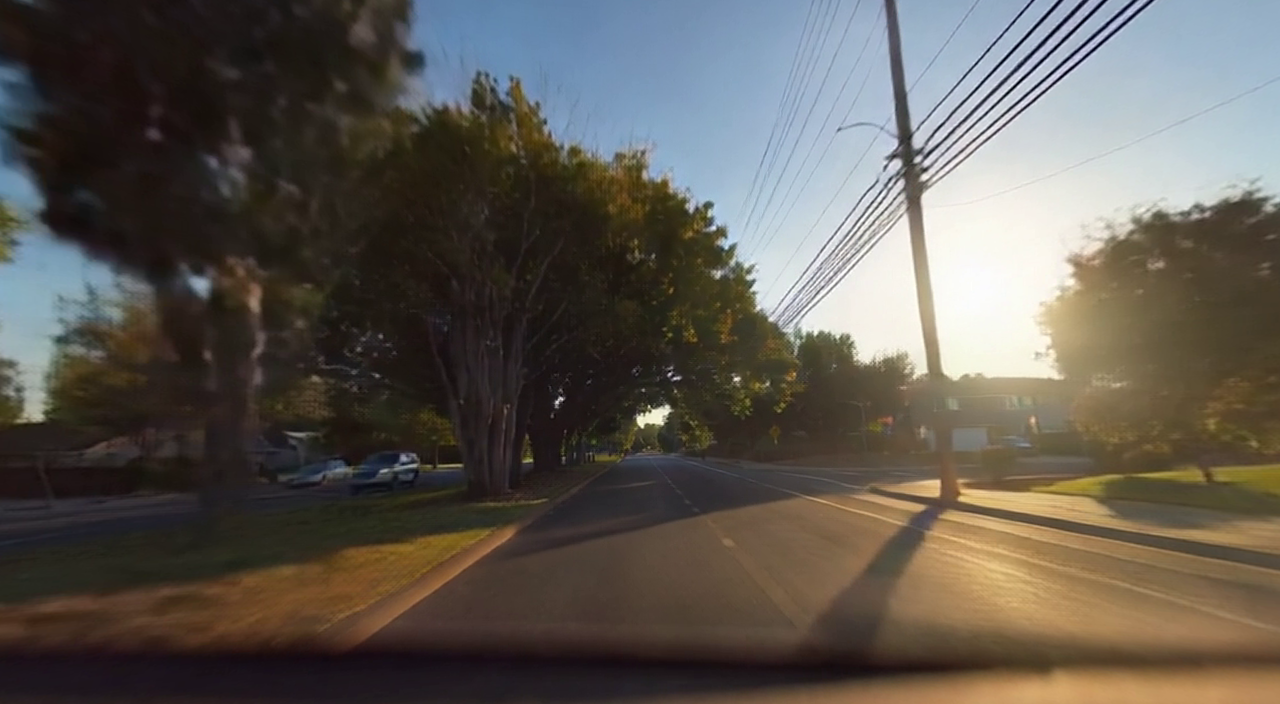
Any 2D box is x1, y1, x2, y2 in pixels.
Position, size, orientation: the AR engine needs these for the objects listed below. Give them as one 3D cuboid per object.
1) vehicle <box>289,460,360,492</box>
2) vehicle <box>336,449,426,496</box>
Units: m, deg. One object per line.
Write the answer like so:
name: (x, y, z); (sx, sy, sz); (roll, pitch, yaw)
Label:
vehicle: (-19.036, 7.451, 38.356); (1.955, 1.584, 4.664); (-4, -9, -1)
vehicle: (-10.376, 4.825, 25.693); (1.933, 1.709, 4.063); (0, -9, 0)
